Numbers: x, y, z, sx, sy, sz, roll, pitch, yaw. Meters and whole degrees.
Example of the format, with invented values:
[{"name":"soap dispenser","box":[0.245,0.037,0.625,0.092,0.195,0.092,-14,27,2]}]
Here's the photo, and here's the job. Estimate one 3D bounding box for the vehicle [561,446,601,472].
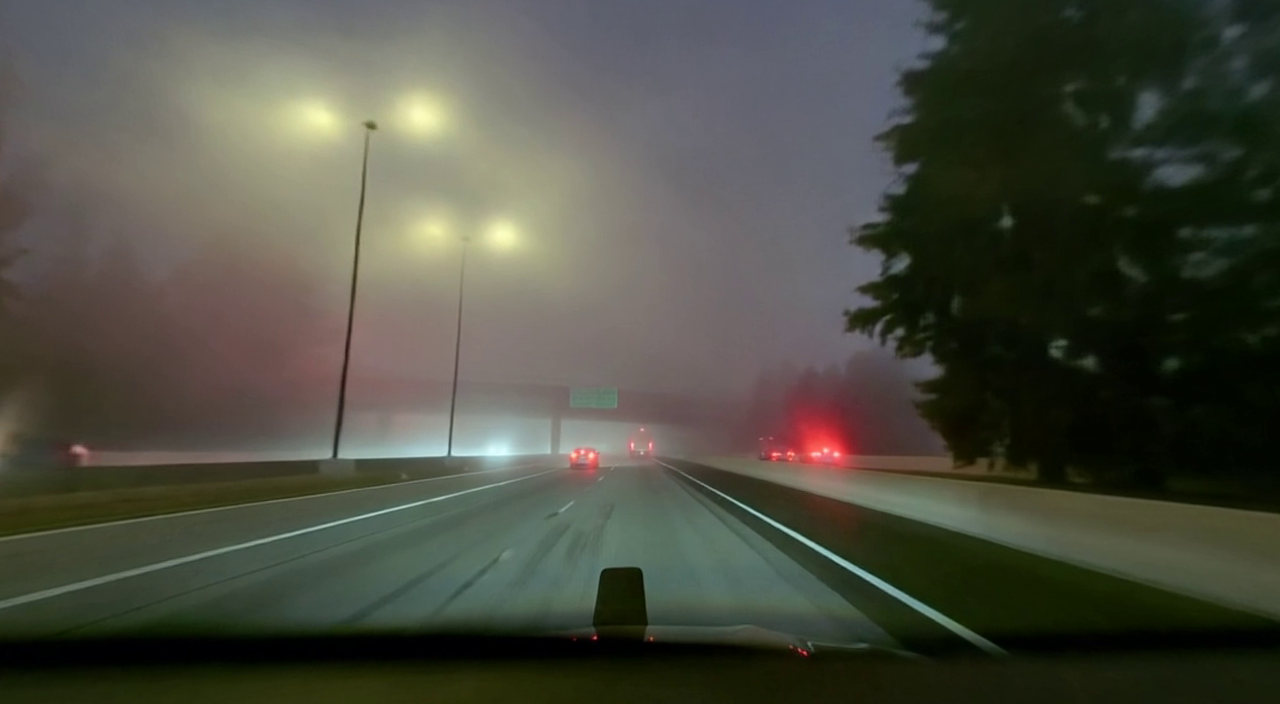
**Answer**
[{"name":"vehicle","box":[-3.664,6.732,39.817,2.070,1.564,4.145,0,-9,0]}]
